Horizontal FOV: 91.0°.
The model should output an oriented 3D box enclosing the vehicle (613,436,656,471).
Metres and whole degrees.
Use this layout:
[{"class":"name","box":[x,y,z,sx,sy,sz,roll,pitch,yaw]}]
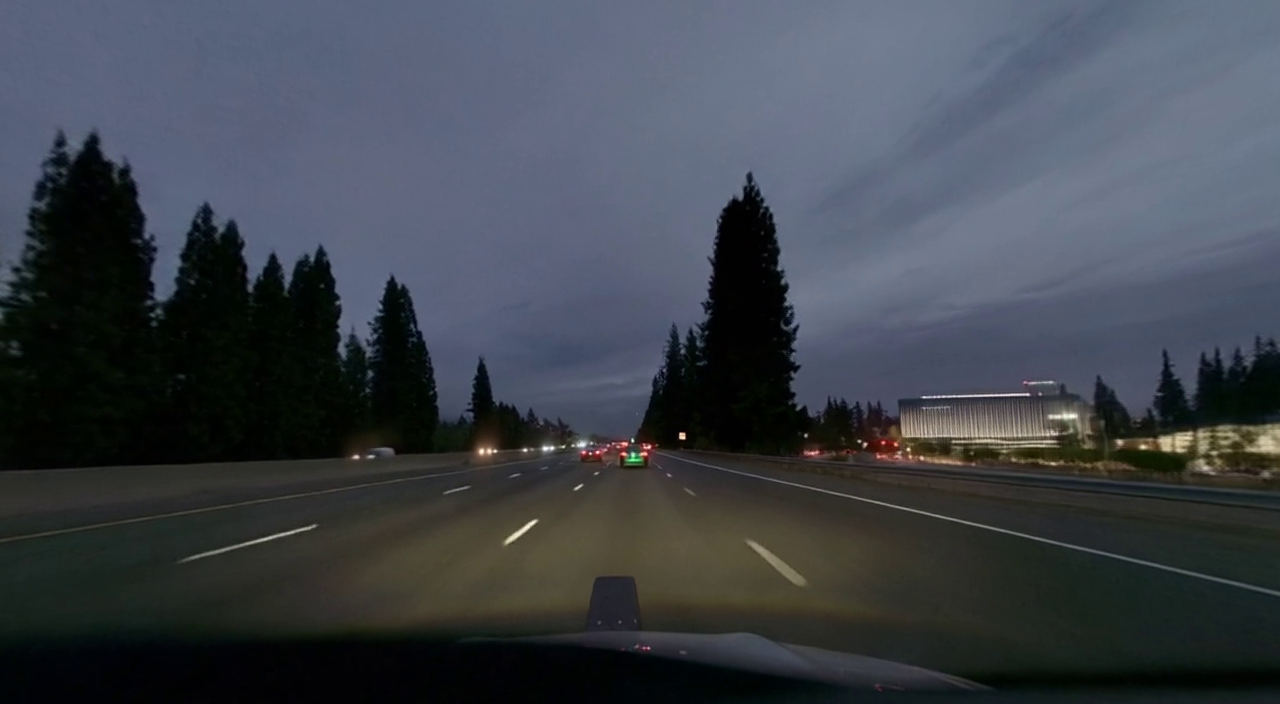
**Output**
[{"class":"vehicle","box":[-0.325,5.756,35.948,2.302,1.810,4.707,0,-8,-1]}]
